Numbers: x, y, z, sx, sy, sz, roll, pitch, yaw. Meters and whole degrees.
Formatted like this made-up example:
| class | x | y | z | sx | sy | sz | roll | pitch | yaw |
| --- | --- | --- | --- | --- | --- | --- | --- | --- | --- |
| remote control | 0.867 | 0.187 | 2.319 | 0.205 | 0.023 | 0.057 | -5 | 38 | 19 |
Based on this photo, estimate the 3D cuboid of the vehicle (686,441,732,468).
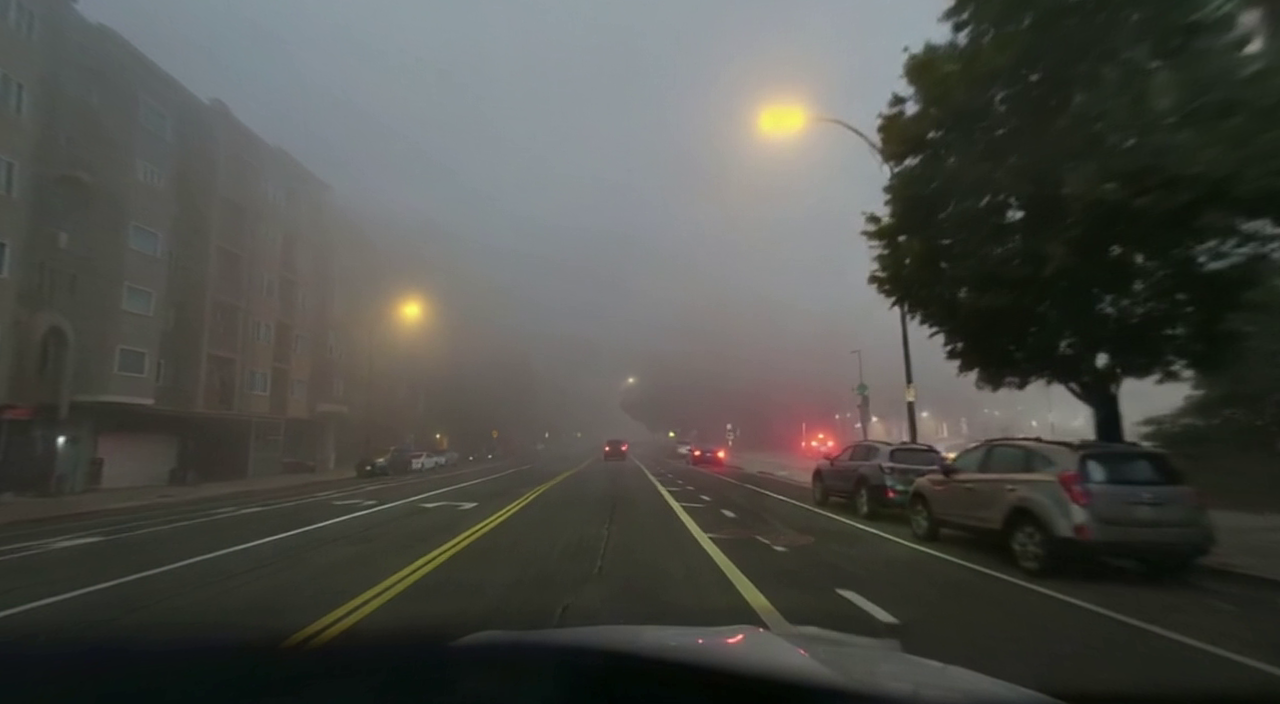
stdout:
| class | x | y | z | sx | sy | sz | roll | pitch | yaw |
| --- | --- | --- | --- | --- | --- | --- | --- | --- | --- |
| vehicle | 3.975 | 5.971 | 37.027 | 2.085 | 1.466 | 4.276 | 0 | -8 | -2 |

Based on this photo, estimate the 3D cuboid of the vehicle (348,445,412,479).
| class | x | y | z | sx | sy | sz | roll | pitch | yaw |
| --- | --- | --- | --- | --- | --- | --- | --- | --- | --- |
| vehicle | -13.990 | 5.909 | 34.306 | 1.908 | 1.694 | 4.306 | 1 | -8 | -5 |

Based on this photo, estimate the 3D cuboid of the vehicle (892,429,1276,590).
| class | x | y | z | sx | sy | sz | roll | pitch | yaw |
| --- | --- | --- | --- | --- | --- | --- | --- | --- | --- |
| vehicle | 5.005 | 1.778 | 8.041 | 1.797 | 1.486 | 4.154 | 0 | -8 | -1 |
